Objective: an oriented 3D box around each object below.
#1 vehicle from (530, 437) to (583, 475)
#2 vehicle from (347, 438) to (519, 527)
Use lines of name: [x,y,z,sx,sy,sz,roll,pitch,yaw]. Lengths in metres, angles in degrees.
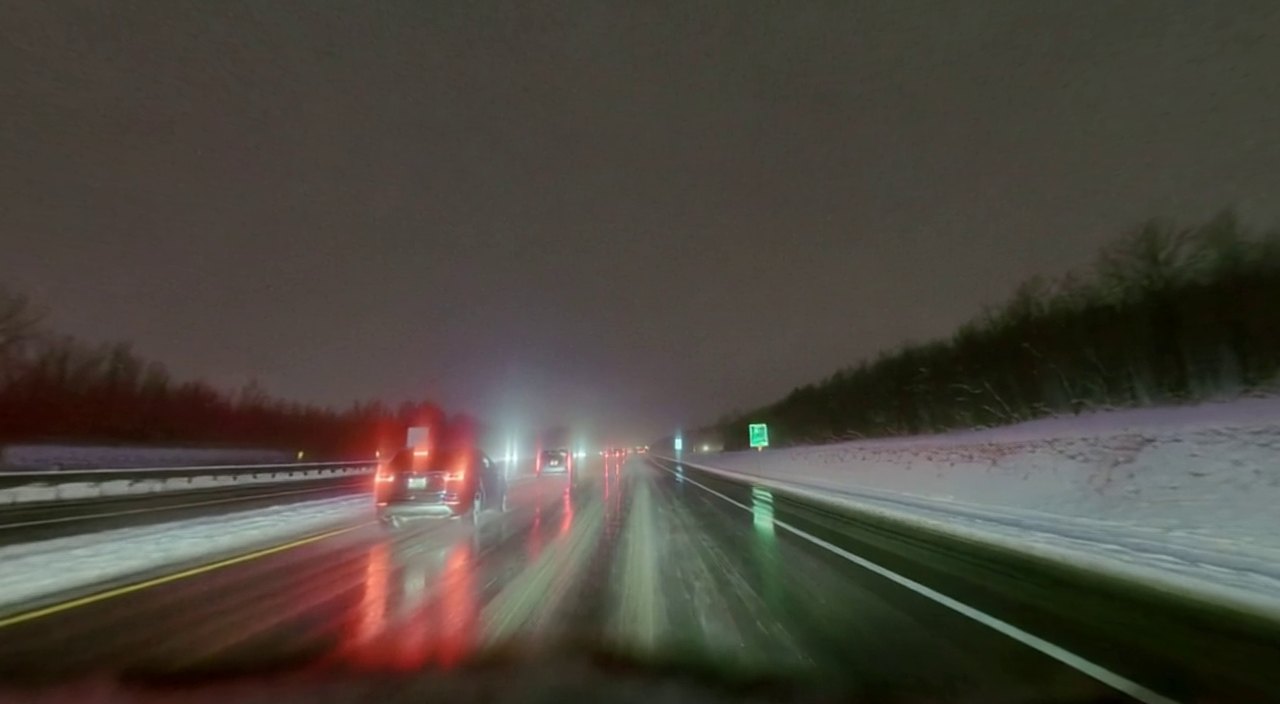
vehicle: [-4.382,5.531,33.711,2.177,1.852,4.427,0,-9,1]
vehicle: [-4.065,2.635,13.336,2.044,1.527,4.607,0,-9,0]
